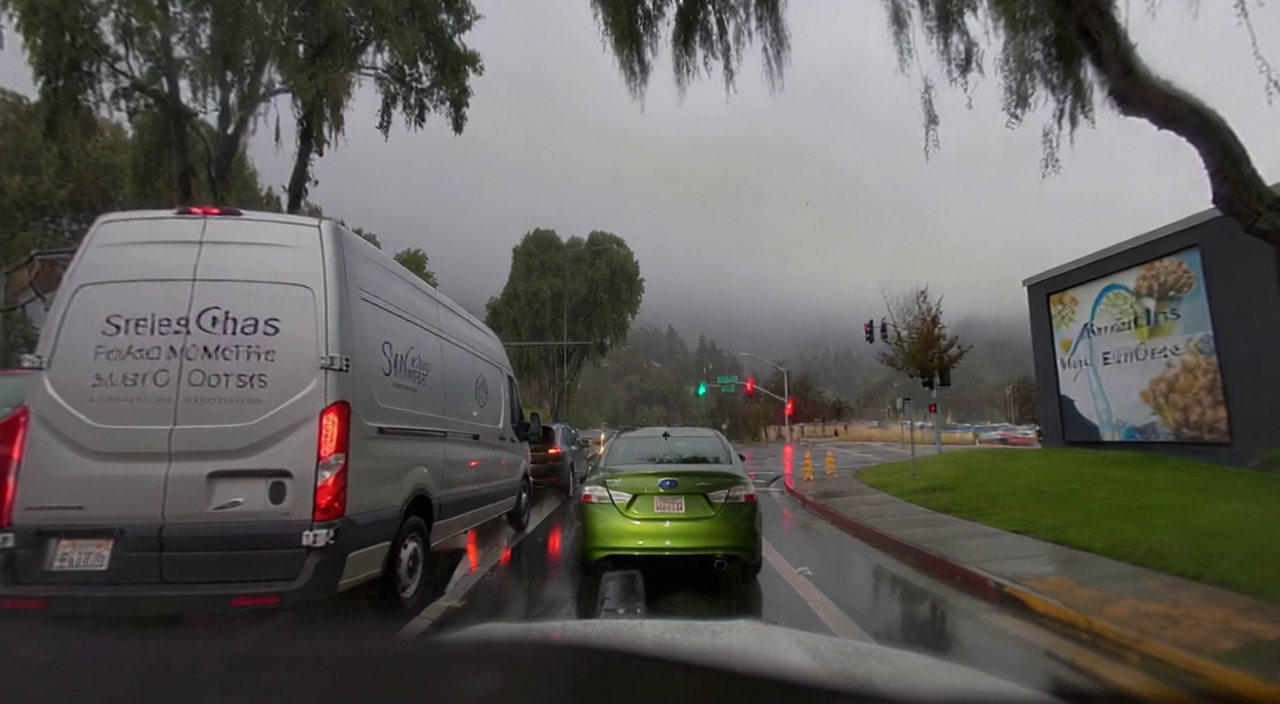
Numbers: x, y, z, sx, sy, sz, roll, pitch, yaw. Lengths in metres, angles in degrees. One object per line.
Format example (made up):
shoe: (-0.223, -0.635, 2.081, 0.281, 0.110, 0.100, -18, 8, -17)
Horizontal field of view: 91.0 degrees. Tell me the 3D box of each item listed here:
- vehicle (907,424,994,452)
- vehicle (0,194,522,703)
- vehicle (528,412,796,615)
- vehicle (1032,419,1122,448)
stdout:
vehicle: (21.930, 6.101, 44.518, 5.021, 1.848, 2.210, 1, -9, -9)
vehicle: (-3.078, 0.953, 6.458, 2.555, 3.035, 5.702, 0, -8, 0)
vehicle: (0.365, 1.757, 7.849, 2.398, 1.773, 4.254, -1, -8, 5)
vehicle: (32.001, 6.023, 46.164, 5.084, 2.041, 2.360, 2, -9, -9)
